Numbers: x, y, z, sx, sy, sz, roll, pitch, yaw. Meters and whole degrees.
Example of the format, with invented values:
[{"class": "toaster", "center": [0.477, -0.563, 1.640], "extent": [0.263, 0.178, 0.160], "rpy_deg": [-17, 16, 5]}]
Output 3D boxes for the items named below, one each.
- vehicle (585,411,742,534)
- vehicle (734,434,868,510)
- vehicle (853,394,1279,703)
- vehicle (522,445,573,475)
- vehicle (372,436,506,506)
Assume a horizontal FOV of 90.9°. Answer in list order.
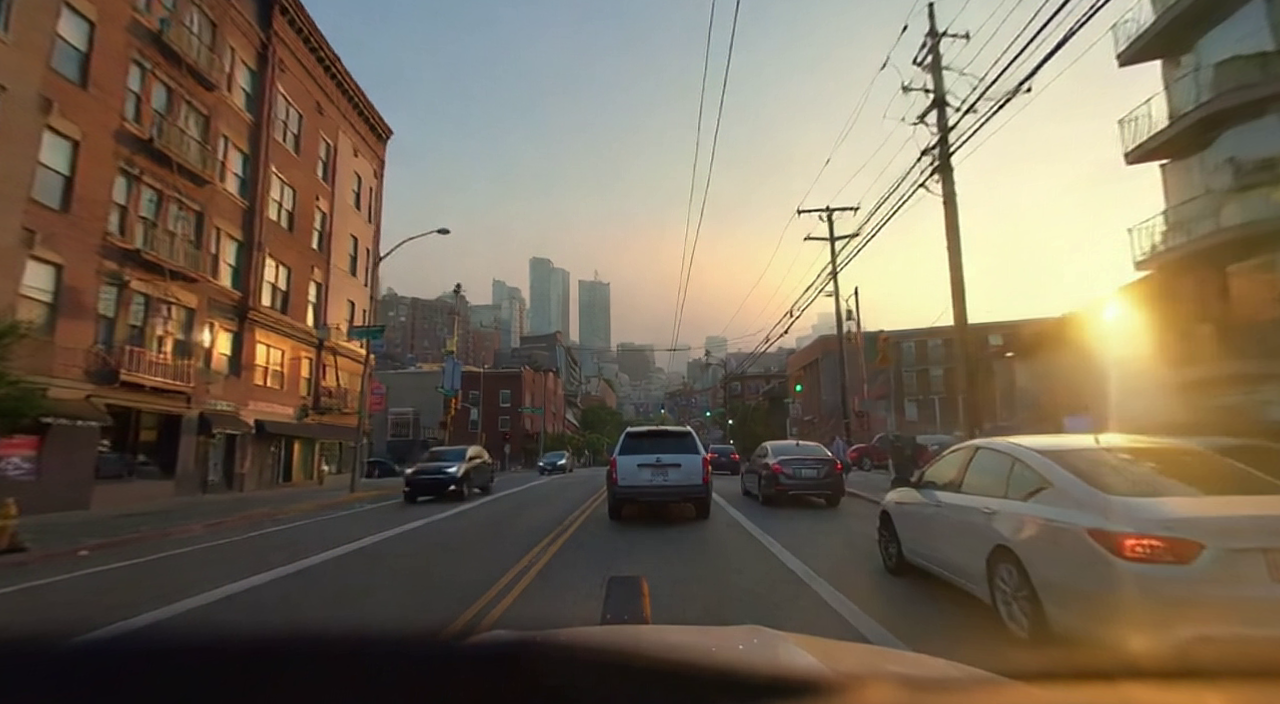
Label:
[{"class": "vehicle", "center": [0.329, 1.999, 11.107], "extent": [2.232, 1.736, 4.036], "rpy_deg": [0, -8, 0]}, {"class": "vehicle", "center": [3.415, 2.608, 14.302], "extent": [1.970, 1.452, 4.227], "rpy_deg": [0, -8, 1]}, {"class": "vehicle", "center": [3.369, 1.274, 5.133], "extent": [1.906, 1.578, 4.020], "rpy_deg": [0, -8, 1]}, {"class": "vehicle", "center": [-5.182, 6.121, 35.867], "extent": [2.014, 1.538, 4.275], "rpy_deg": [-1, -8, 3]}, {"class": "vehicle", "center": [-5.463, 3.266, 17.921], "extent": [2.215, 1.703, 4.614], "rpy_deg": [-1, -8, 1]}]
